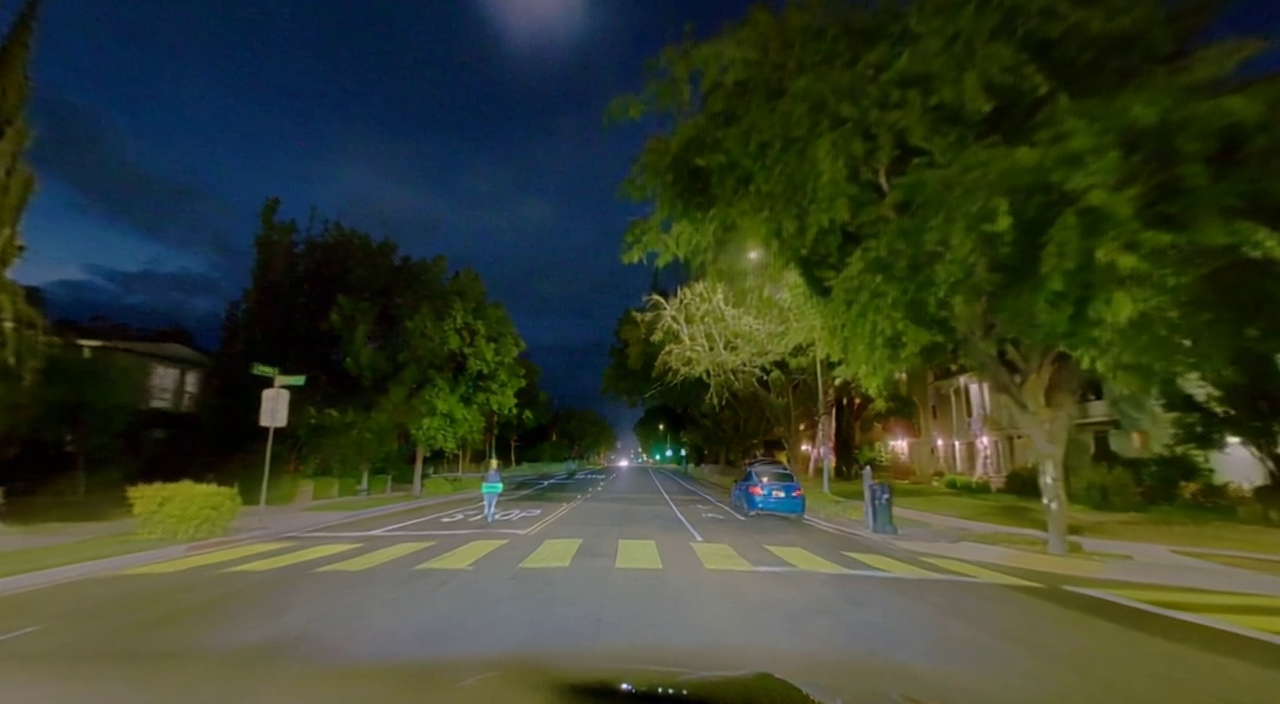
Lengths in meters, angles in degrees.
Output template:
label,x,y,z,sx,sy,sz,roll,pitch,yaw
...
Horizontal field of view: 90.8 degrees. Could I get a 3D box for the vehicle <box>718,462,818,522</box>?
label,x,y,z,sx,sy,sz,roll,pitch,yaw
vehicle,3.720,4.145,19.227,1.961,1.472,4.434,0,-9,-2
